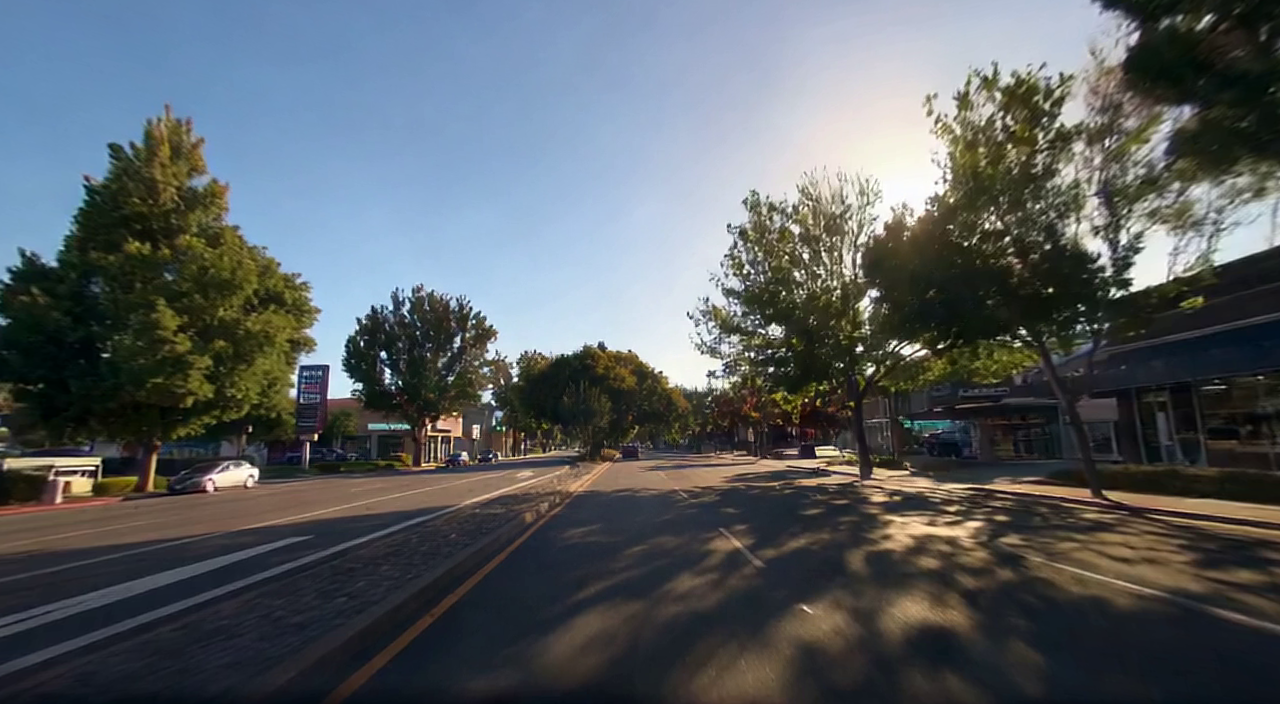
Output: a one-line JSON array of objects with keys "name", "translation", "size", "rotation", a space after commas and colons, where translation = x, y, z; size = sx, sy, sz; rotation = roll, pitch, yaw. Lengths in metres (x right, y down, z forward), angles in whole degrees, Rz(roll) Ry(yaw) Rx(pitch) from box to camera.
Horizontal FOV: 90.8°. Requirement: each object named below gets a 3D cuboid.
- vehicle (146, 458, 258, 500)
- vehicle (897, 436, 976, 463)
[{"name": "vehicle", "translation": [-19.070, 5.506, 27.791], "size": [1.831, 1.528, 4.605], "rotation": [-1, -8, -3]}, {"name": "vehicle", "translation": [20.989, 6.936, 45.159], "size": [2.480, 1.766, 6.529], "rotation": [0, -8, 0]}]
